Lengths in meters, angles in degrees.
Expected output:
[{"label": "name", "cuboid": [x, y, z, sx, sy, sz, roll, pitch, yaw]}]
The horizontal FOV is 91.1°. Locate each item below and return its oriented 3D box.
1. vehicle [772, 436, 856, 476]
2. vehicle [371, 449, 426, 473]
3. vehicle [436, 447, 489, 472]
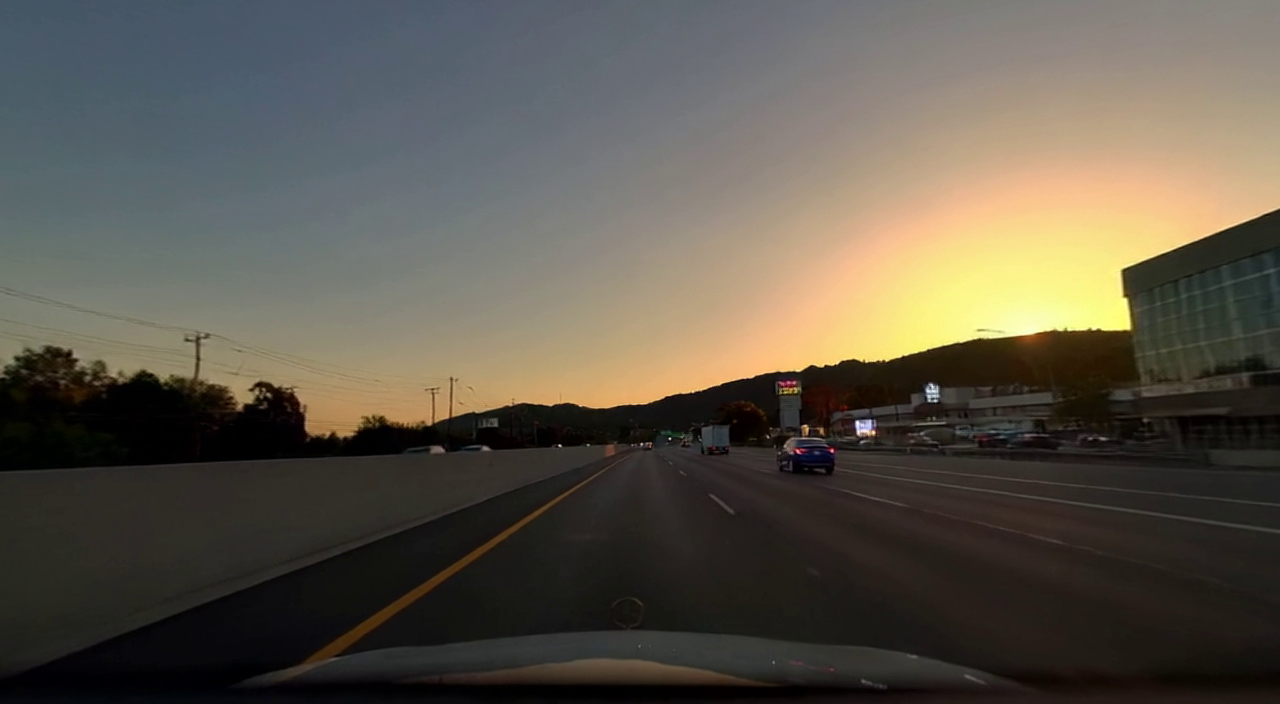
[{"label": "vehicle", "cuboid": [7.267, 4.392, 26.811, 2.079, 1.518, 5.032, 0, -8, -1]}, {"label": "vehicle", "cuboid": [-16.767, 7.563, 43.793, 1.952, 1.507, 4.377, 0, -8, 3]}, {"label": "vehicle", "cuboid": [-11.422, 6.916, 40.784, 1.958, 1.502, 4.841, 0, -8, 1]}]
